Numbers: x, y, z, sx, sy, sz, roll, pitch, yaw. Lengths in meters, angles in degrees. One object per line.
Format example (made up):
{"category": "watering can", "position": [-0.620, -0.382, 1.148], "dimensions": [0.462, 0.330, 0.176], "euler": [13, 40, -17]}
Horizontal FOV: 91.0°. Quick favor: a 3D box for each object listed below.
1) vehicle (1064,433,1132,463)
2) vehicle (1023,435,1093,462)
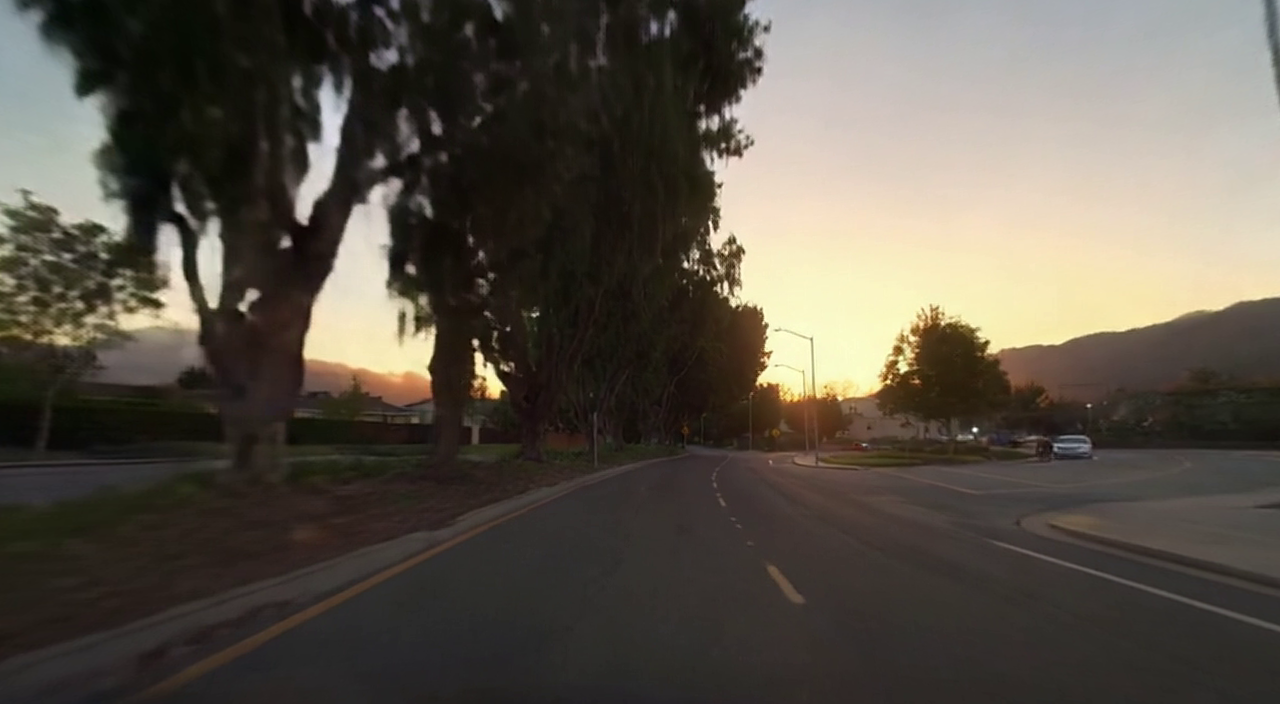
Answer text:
{"category": "vehicle", "position": [30.055, 6.231, 41.243], "dimensions": [4.598, 1.493, 1.951], "euler": [-1, -6, -33]}
{"category": "vehicle", "position": [25.215, 5.824, 37.964], "dimensions": [4.456, 1.489, 1.963], "euler": [7, -11, -35]}
